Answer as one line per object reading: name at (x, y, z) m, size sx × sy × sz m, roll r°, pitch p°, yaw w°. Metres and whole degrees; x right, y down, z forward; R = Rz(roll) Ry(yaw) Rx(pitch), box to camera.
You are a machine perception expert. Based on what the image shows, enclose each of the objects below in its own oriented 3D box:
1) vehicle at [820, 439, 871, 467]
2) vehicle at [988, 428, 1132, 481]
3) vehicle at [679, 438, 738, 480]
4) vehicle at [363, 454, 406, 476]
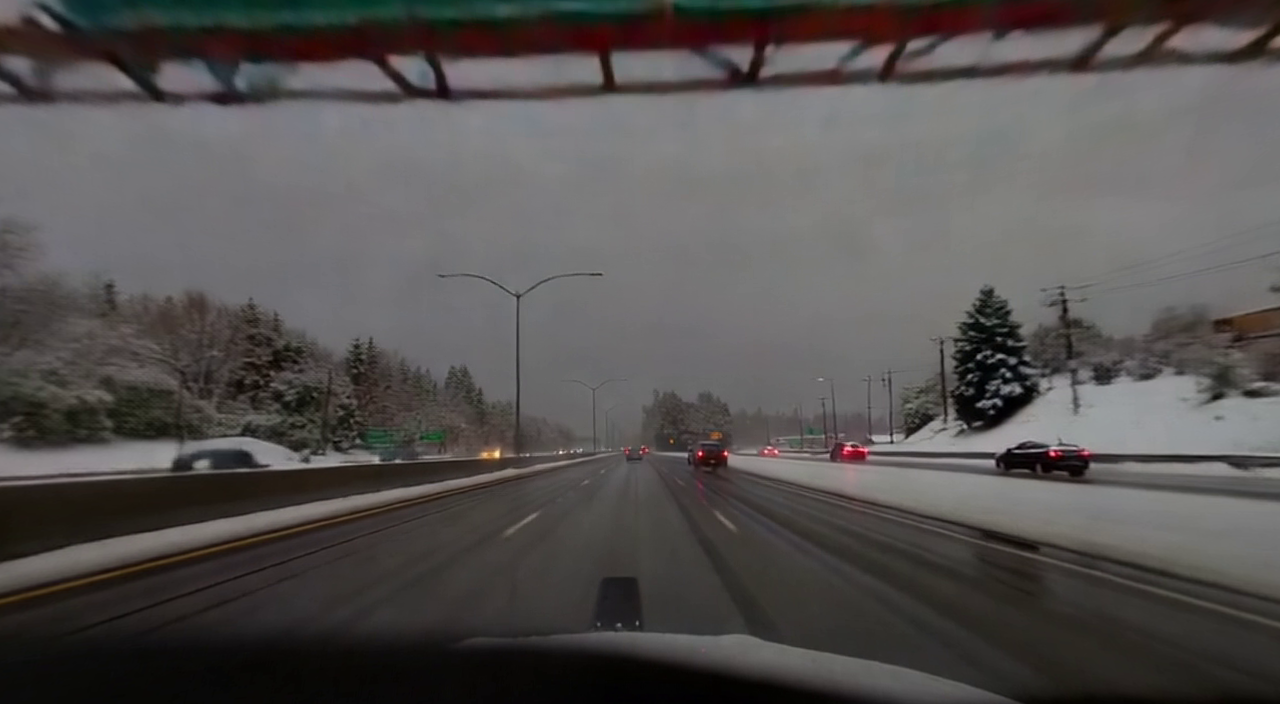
vehicle at (14.021, 6.937, 43.468) m, size 2.070 × 1.782 × 5.006 m, roll -1°, pitch -9°, yaw 3°
vehicle at (16.973, 4.196, 26.027) m, size 2.190 × 1.911 × 5.658 m, roll 0°, pitch -9°, yaw 3°
vehicle at (2.877, 4.646, 27.614) m, size 1.997 × 1.638 × 4.281 m, roll 0°, pitch -9°, yaw -2°
vehicle at (-16.764, 7.413, 41.592) m, size 1.480 × 1.376 × 3.328 m, roll -1°, pitch -9°, yaw 0°
